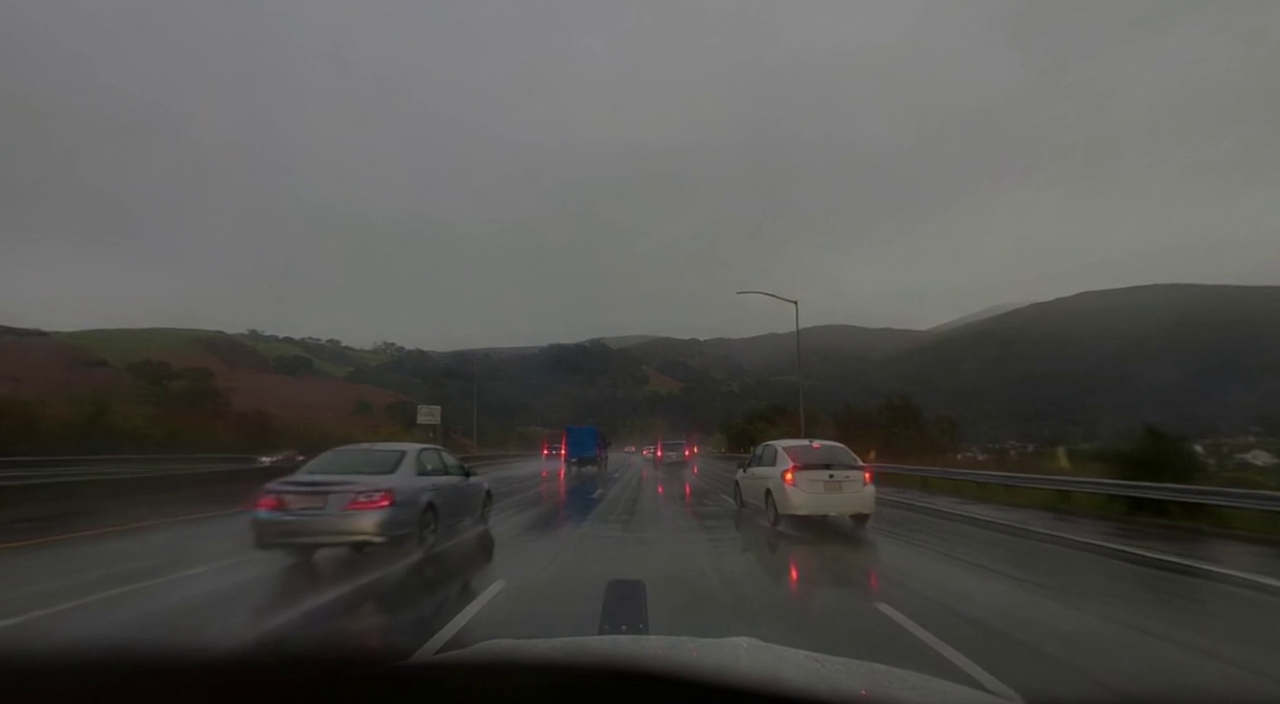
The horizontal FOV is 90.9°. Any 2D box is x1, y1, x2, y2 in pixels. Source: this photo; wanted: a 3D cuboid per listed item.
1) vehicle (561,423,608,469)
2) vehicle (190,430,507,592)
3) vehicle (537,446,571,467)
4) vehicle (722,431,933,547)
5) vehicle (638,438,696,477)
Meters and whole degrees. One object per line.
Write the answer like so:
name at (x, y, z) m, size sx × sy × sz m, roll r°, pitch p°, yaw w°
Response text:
vehicle at (-3.367, 5.927, 39.725) m, size 2.396 × 2.664 × 5.735 m, roll 0°, pitch -9°, yaw 1°
vehicle at (-3.209, 1.824, 8.129) m, size 1.990 × 1.501 × 4.250 m, roll 0°, pitch -8°, yaw 1°
vehicle at (-6.520, 7.910, 48.099) m, size 1.964 × 1.487 × 4.417 m, roll 0°, pitch -8°, yaw 0°
vehicle at (2.767, 2.137, 10.566) m, size 2.050 × 1.491 × 4.362 m, roll 0°, pitch -8°, yaw -2°
vehicle at (1.196, 4.950, 29.829) m, size 2.270 × 1.660 × 4.101 m, roll 0°, pitch -8°, yaw -4°
